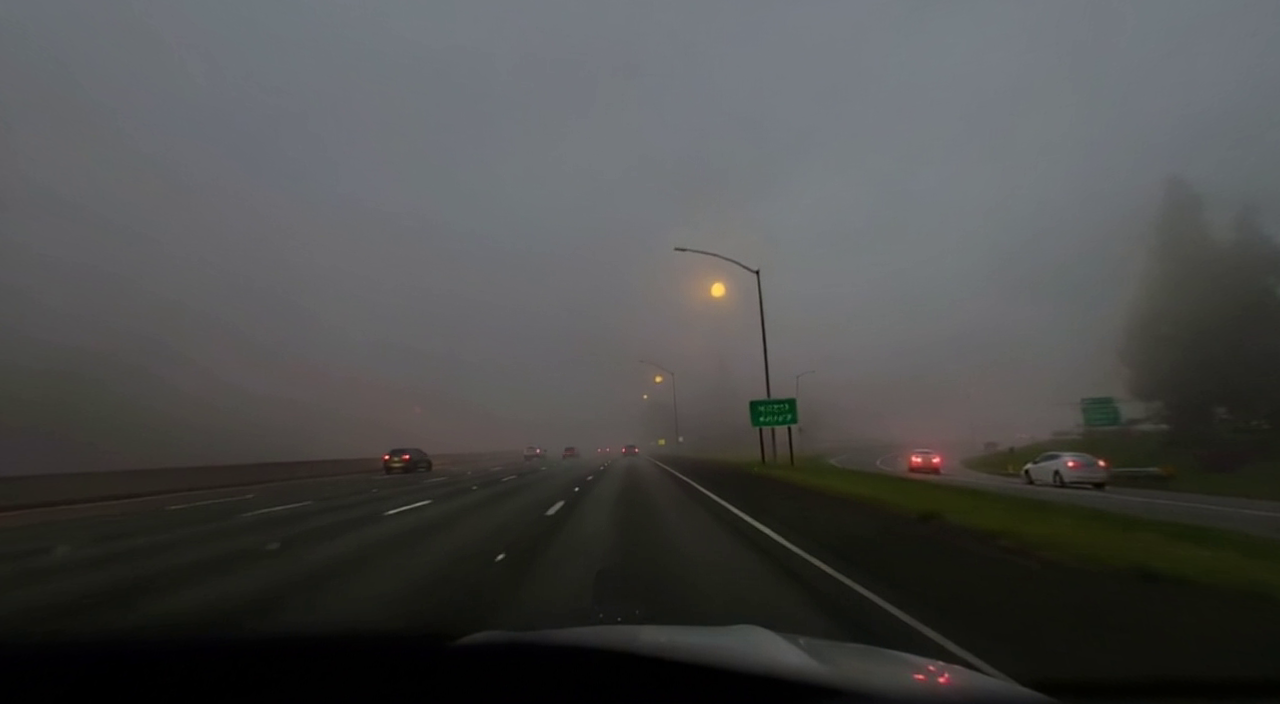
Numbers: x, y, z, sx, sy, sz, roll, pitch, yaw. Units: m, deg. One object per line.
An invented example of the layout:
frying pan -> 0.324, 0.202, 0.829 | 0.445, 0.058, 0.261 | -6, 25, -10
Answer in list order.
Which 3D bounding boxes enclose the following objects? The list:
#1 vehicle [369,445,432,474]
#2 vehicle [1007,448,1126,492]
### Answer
vehicle -> -14.327, 6.421, 38.044 | 2.057, 1.619, 4.443 | 0, -8, 0
vehicle -> 19.242, 5.304, 28.863 | 2.172, 1.778, 5.085 | -1, -8, 5
